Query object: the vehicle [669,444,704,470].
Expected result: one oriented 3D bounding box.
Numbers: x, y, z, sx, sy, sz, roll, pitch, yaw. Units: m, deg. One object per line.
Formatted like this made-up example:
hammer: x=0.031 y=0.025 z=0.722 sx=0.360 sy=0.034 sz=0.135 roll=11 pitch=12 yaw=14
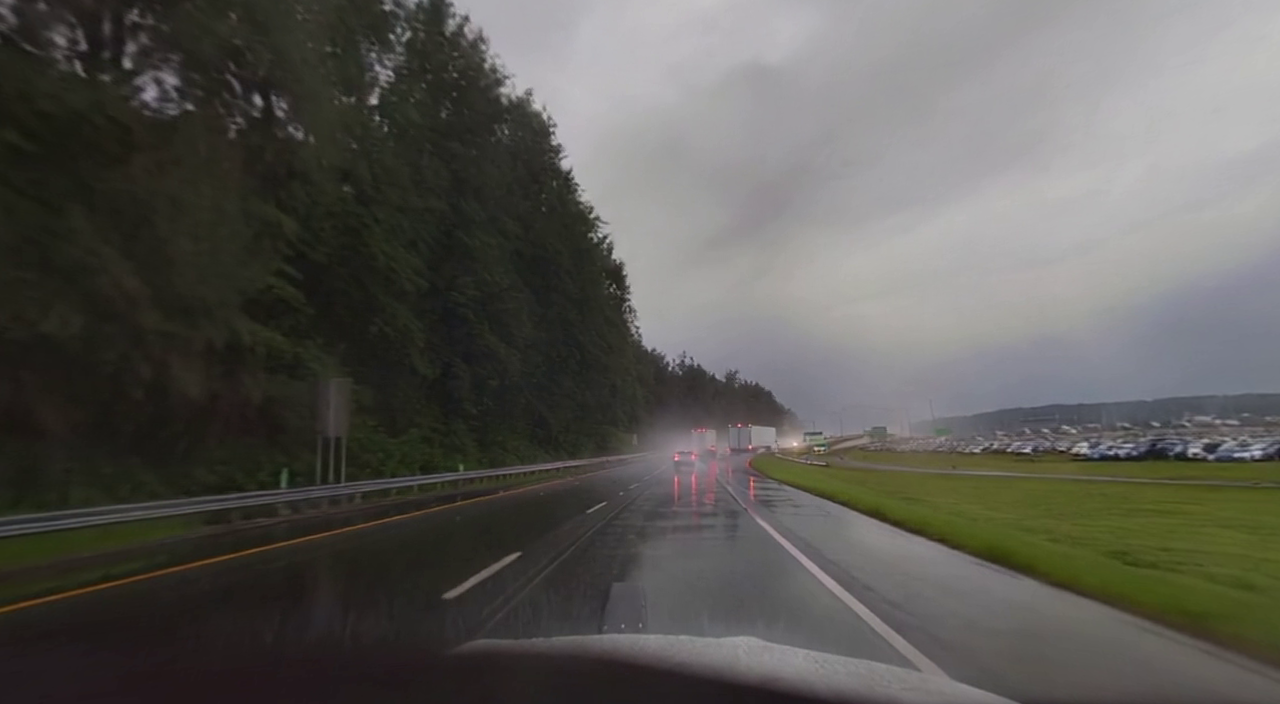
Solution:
vehicle: x=3.241 y=7.233 z=43.379 sx=2.221 sy=1.674 sz=4.325 roll=-1 pitch=-9 yaw=6
